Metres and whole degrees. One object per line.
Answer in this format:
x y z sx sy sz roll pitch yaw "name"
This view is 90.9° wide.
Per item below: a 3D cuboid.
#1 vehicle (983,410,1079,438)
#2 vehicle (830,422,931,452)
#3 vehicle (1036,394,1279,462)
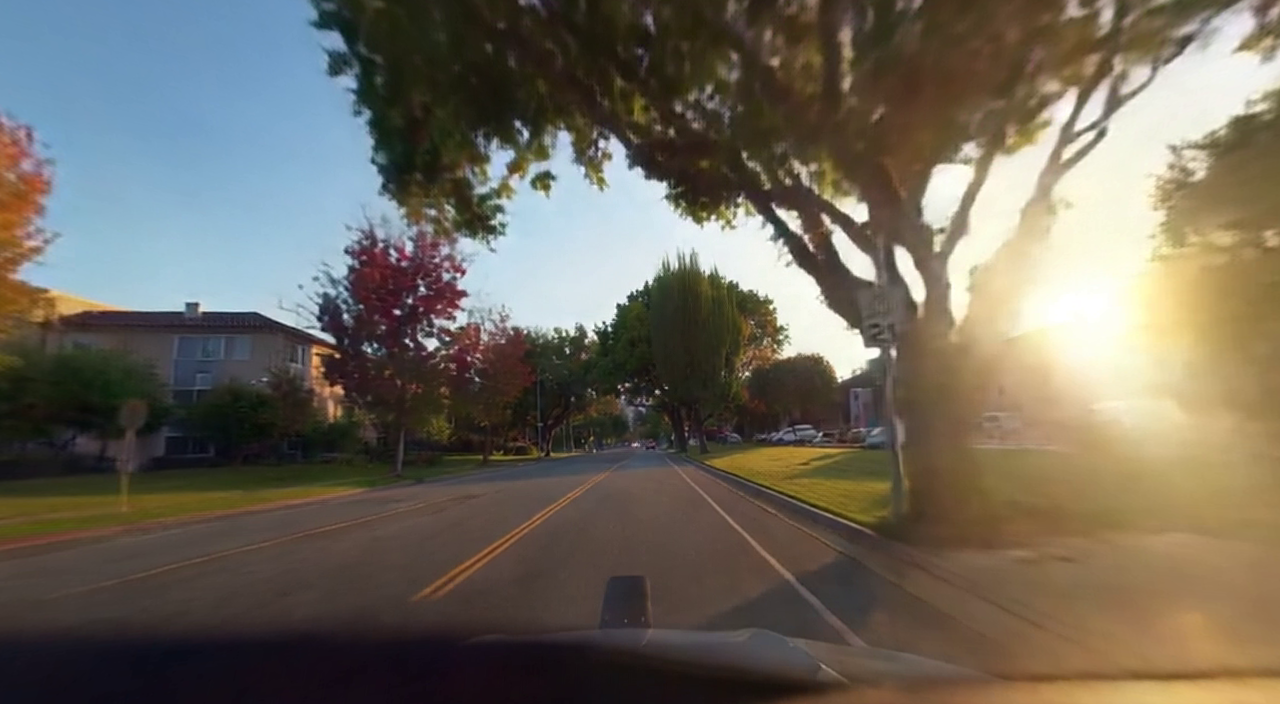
25.963 4.808 41.971 4.864 1.797 2.150 0 -8 1 "vehicle"
12.833 4.586 33.841 4.529 1.490 2.168 1 -8 -6 "vehicle"
12.526 1.818 14.872 4.955 1.489 2.002 0 -8 1 "vehicle"
